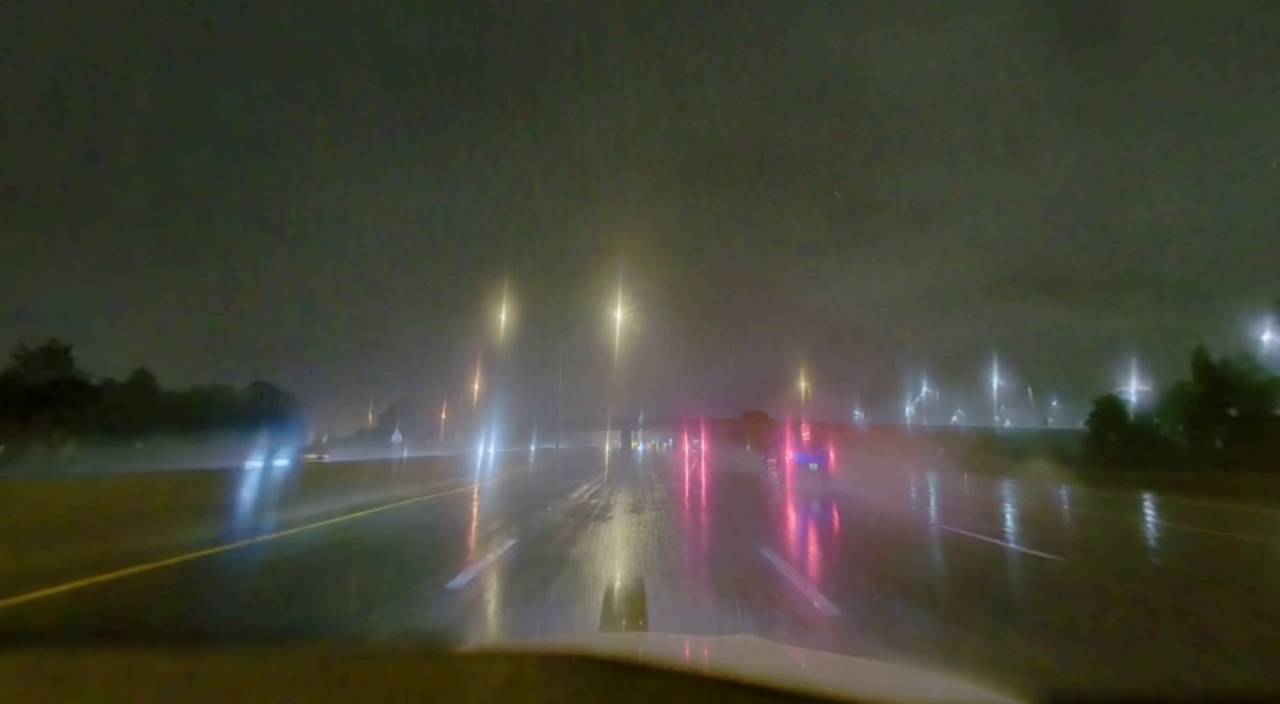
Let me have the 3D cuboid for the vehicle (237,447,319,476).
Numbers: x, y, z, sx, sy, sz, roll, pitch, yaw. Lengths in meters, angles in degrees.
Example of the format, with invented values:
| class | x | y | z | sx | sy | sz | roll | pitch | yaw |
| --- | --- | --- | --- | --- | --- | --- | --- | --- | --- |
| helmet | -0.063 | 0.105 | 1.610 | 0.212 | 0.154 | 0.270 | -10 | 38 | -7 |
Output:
| class | x | y | z | sx | sy | sz | roll | pitch | yaw |
| --- | --- | --- | --- | --- | --- | --- | --- | --- | --- |
| vehicle | -18.612 | 5.621 | 32.631 | 1.915 | 1.403 | 3.739 | 0 | -8 | 1 |
